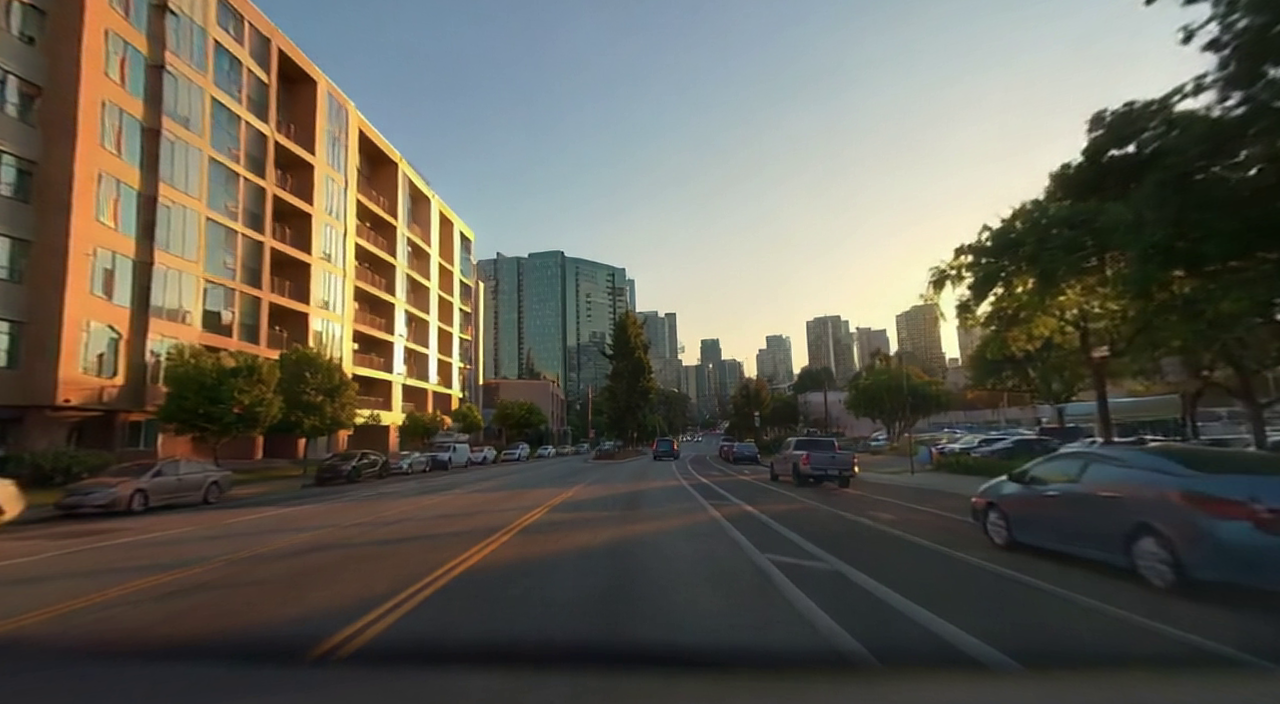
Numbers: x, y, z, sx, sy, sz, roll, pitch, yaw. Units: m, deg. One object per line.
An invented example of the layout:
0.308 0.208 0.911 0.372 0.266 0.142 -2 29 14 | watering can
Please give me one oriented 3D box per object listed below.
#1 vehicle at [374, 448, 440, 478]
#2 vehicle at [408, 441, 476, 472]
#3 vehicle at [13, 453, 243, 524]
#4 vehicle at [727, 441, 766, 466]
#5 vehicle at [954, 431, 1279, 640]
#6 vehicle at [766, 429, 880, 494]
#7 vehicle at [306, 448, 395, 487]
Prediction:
-12.320 5.853 33.676 1.723 1.418 4.359 0 -8 2 | vehicle
-12.429 6.570 40.171 2.290 1.799 5.801 0 -8 2 | vehicle
-12.601 3.337 16.074 1.889 1.461 4.608 0 -8 2 | vehicle
6.703 6.429 40.233 1.947 1.487 4.549 0 -8 3 | vehicle
5.445 1.611 6.669 2.085 1.466 4.276 0 -8 1 | vehicle
5.646 3.455 20.421 2.102 1.781 5.470 0 -8 1 | vehicle
-12.257 4.884 27.012 1.926 1.499 3.869 0 -8 0 | vehicle
